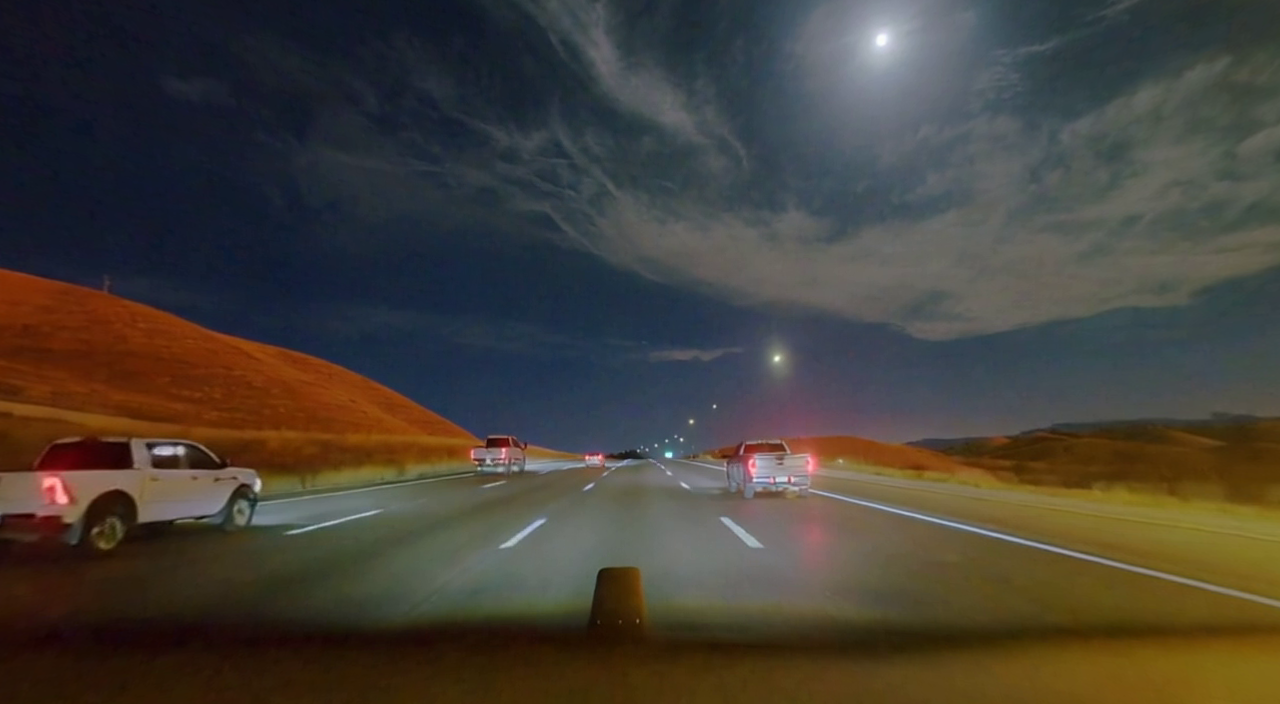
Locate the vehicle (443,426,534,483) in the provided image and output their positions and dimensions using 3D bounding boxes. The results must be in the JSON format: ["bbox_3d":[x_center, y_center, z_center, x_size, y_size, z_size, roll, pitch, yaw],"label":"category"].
[{"bbox_3d":[-7.363,5.141,31.753,2.937,2.509,7.090,0,-9,-1],"label":"vehicle"}]

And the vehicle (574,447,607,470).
[{"bbox_3d":[-3.486,7.584,44.999,2.009,1.593,4.378,0,-9,-1],"label":"vehicle"}]

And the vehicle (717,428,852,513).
[{"bbox_3d":[3.378,2.898,15.835,2.231,1.789,4.700,0,-9,0],"label":"vehicle"}]

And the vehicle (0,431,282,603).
[{"bbox_3d":[-6.830,1.833,7.808,1.935,1.550,4.883,0,-9,-1],"label":"vehicle"}]
